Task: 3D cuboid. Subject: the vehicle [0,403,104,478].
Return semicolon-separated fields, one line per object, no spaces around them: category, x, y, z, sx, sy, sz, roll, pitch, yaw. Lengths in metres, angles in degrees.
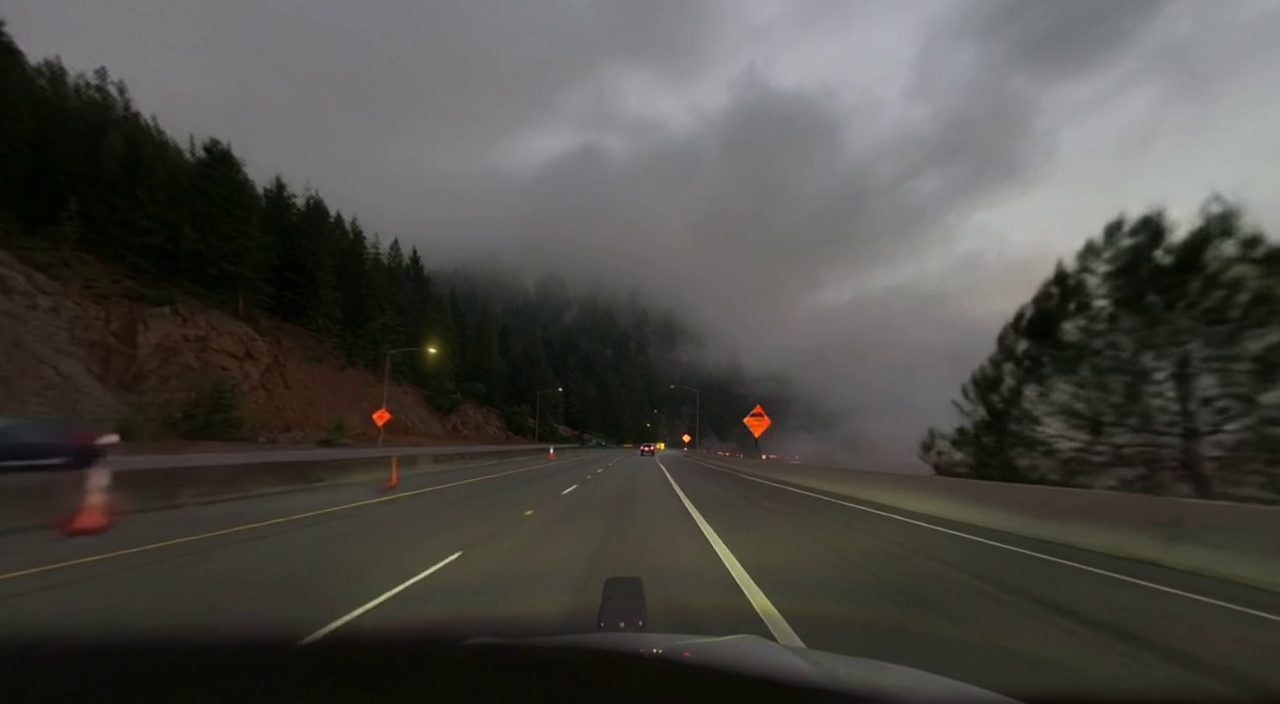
vehicle;-17.959;2.345;16.695;2.266;1.970;5.815;0;-9;2
